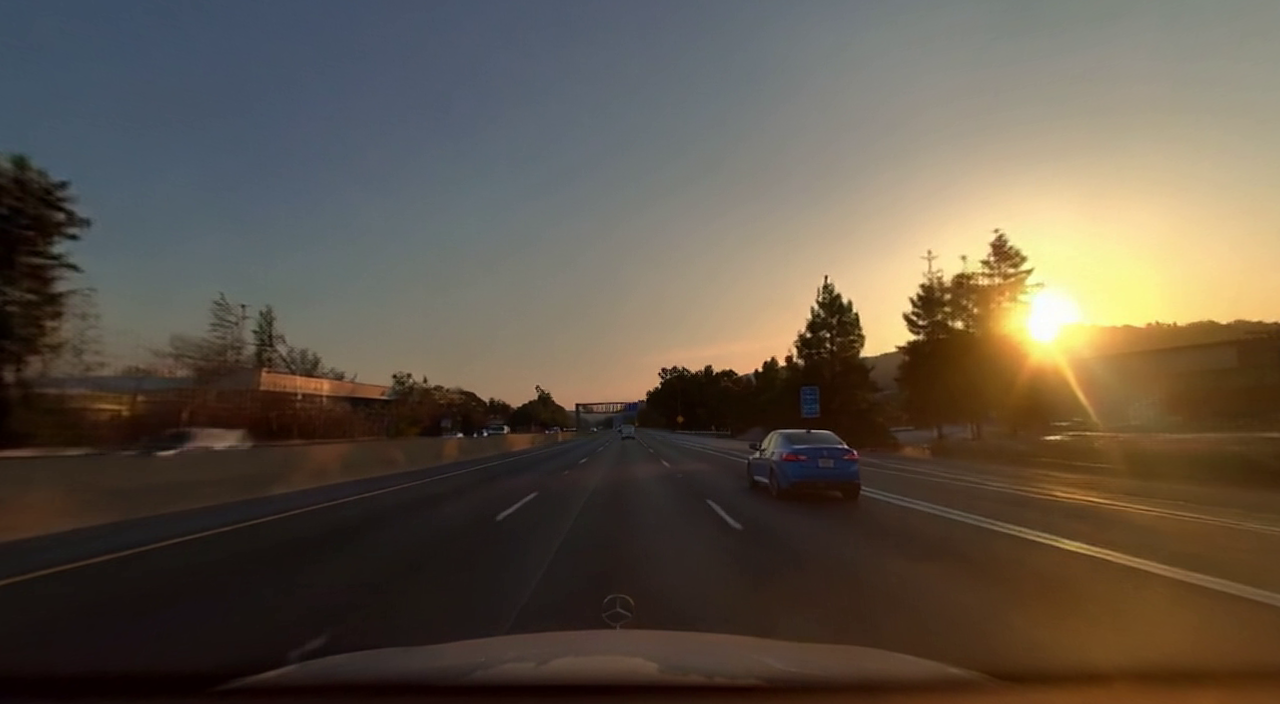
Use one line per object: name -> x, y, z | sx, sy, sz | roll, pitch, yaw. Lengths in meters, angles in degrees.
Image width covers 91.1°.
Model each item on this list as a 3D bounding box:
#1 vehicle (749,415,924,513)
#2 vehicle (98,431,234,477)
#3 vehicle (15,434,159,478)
vehicle -> 3.520, 2.067, 12.139 | 1.973, 1.563, 3.959 | 0, -8, -2
vehicle -> -16.725, 3.596, 22.463 | 1.831, 1.484, 3.894 | 0, -8, -1
vehicle -> -20.787, 3.891, 23.880 | 1.820, 1.539, 3.955 | 0, -8, 0
